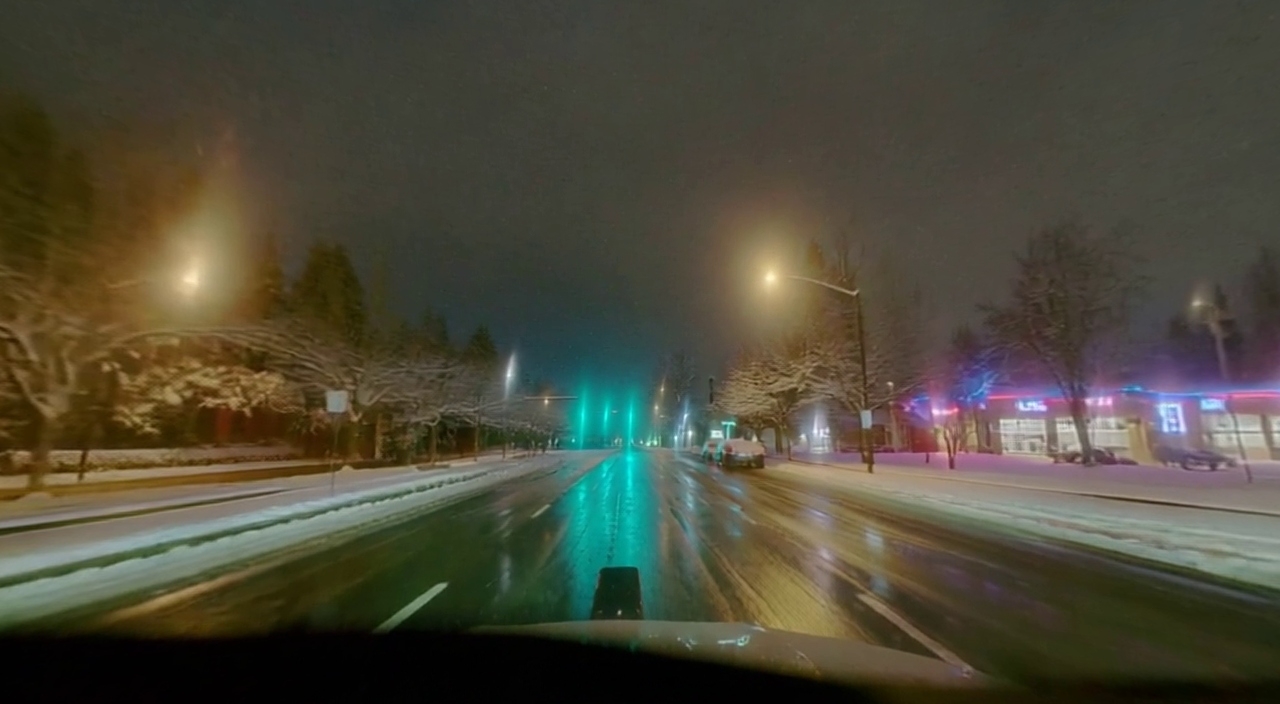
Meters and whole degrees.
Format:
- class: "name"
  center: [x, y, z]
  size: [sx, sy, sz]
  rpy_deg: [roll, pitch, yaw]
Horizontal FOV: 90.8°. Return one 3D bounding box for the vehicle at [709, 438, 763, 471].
- class: "vehicle"
  center: [6.067, 6.582, 40.718]
  size: [2.347, 1.963, 5.940]
  rpy_deg: [0, -9, -1]
